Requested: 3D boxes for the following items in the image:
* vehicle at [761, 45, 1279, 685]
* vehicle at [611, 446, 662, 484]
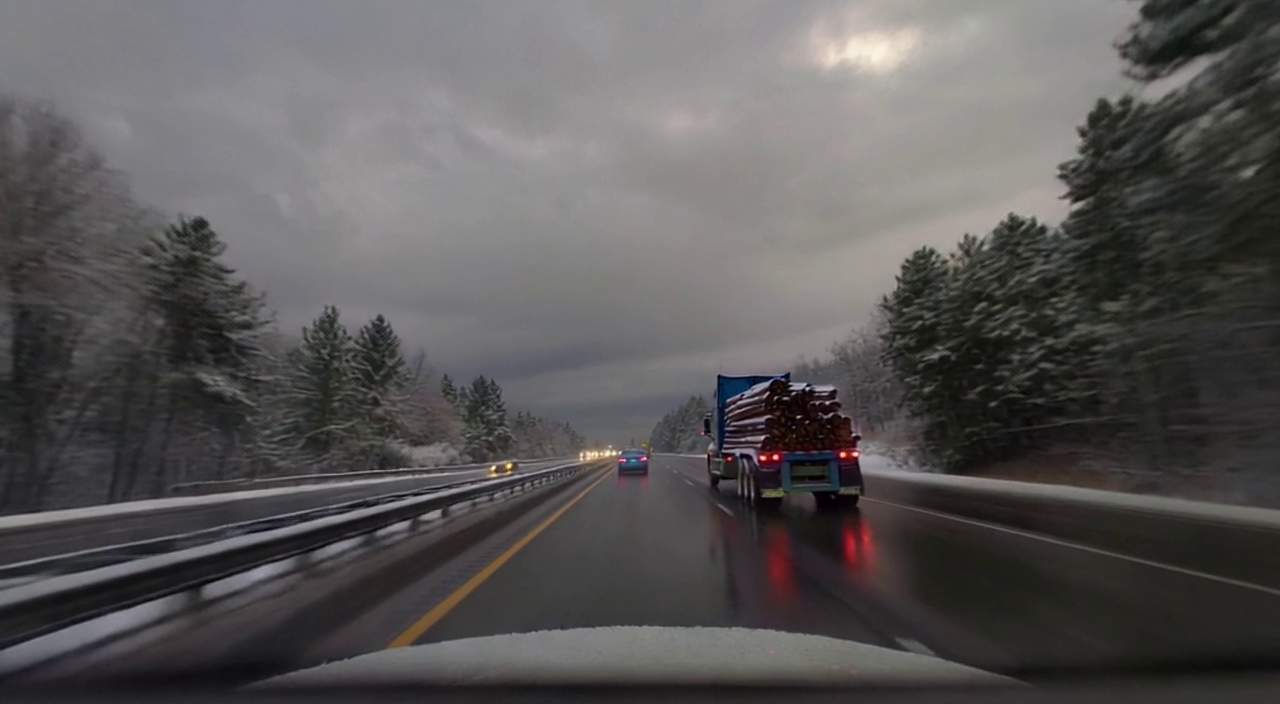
[{"bbox_3d":[3.952,0.559,7.961,3.004,3.923,8.363,-1,-9,-1],"label":"vehicle"},{"bbox_3d":[-0.174,5.004,28.074,2.099,1.506,4.097,-1,-9,0],"label":"vehicle"}]
